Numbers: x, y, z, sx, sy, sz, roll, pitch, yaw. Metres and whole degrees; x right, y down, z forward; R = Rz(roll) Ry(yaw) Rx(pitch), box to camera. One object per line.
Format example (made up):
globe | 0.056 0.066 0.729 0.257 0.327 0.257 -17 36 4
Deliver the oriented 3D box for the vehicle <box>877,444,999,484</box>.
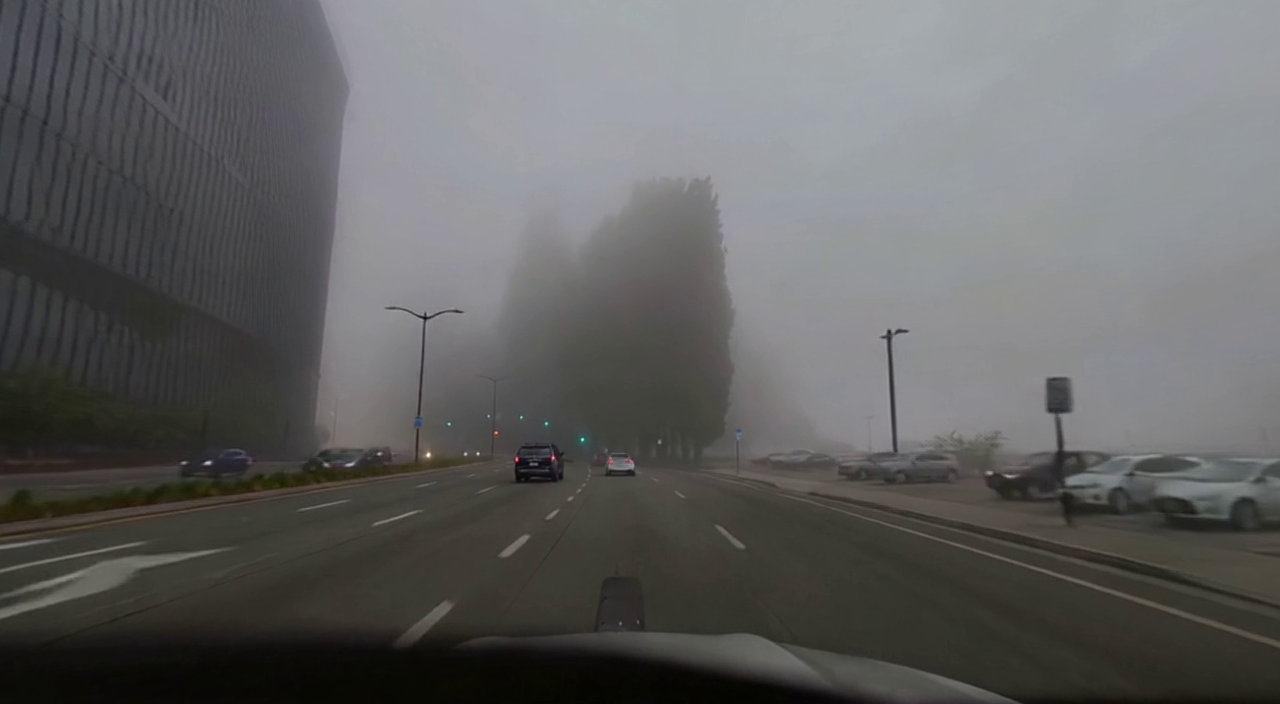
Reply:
vehicle | 13.250 5.021 28.292 4.489 1.652 1.783 -1 -9 2

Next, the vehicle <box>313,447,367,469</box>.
vehicle | -19.676 6.962 41.655 1.605 1.292 4.497 0 -8 -4

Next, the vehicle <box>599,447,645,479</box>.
vehicle | -0.920 5.243 30.154 2.050 1.385 4.096 0 -8 -3

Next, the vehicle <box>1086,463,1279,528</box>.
vehicle | 13.334 3.312 14.764 4.383 1.348 1.715 -1 -10 2

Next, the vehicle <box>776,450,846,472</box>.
vehicle | 12.104 7.713 44.918 4.470 1.429 1.878 0 -7 0

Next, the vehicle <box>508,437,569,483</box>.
vehicle | -4.163 4.500 26.648 2.001 1.784 4.483 0 -8 -2

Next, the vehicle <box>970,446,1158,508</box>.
vehicle | 13.231 3.876 19.926 4.569 1.813 1.872 0 -8 -1

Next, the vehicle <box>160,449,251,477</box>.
vehicle | -22.545 5.752 33.014 1.842 1.315 4.463 0 -8 -4
